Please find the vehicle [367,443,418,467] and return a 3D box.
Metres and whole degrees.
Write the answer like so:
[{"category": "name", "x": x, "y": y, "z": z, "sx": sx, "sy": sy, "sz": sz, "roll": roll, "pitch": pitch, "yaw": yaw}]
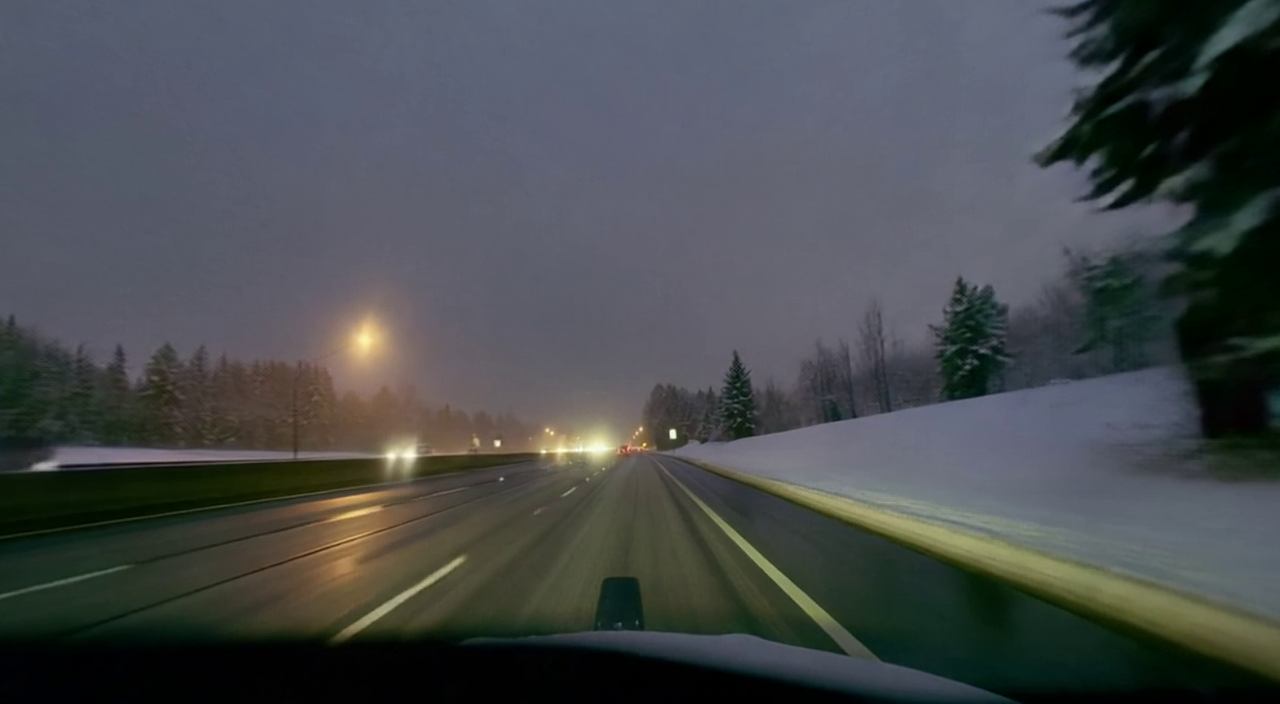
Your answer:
[{"category": "vehicle", "x": -19.345, "y": 8.051, "z": 49.406, "sx": 2.064, "sy": 1.750, "sz": 4.641, "roll": 0, "pitch": -9, "yaw": 0}]
